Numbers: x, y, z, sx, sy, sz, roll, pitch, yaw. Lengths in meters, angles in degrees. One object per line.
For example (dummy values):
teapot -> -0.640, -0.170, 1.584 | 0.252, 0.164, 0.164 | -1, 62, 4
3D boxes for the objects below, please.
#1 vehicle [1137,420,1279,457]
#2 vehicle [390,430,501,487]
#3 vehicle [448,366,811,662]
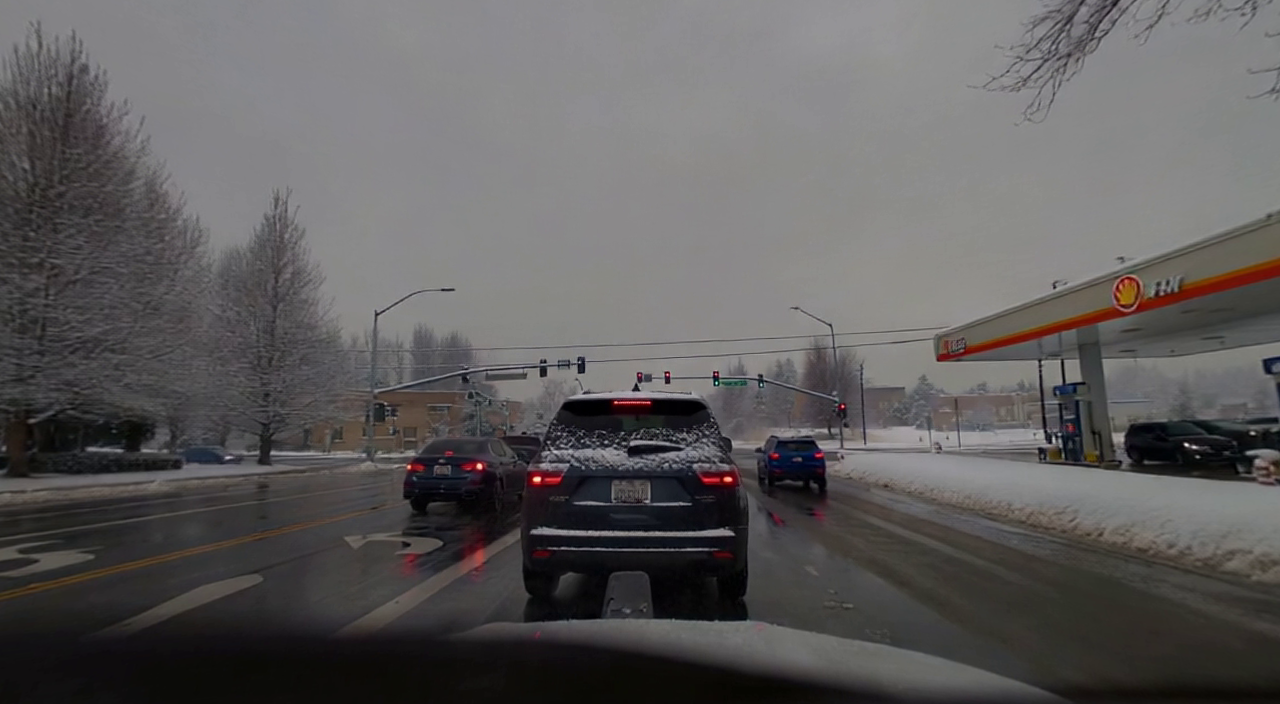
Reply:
vehicle -> 25.940, 3.968, 28.782 | 4.551, 1.616, 1.973 | -2, -9, 11
vehicle -> -6.645, 3.709, 22.170 | 2.065, 1.753, 4.525 | -1, -9, 6
vehicle -> 0.011, 1.319, 6.134 | 2.236, 1.819, 4.291 | 0, -9, 2
